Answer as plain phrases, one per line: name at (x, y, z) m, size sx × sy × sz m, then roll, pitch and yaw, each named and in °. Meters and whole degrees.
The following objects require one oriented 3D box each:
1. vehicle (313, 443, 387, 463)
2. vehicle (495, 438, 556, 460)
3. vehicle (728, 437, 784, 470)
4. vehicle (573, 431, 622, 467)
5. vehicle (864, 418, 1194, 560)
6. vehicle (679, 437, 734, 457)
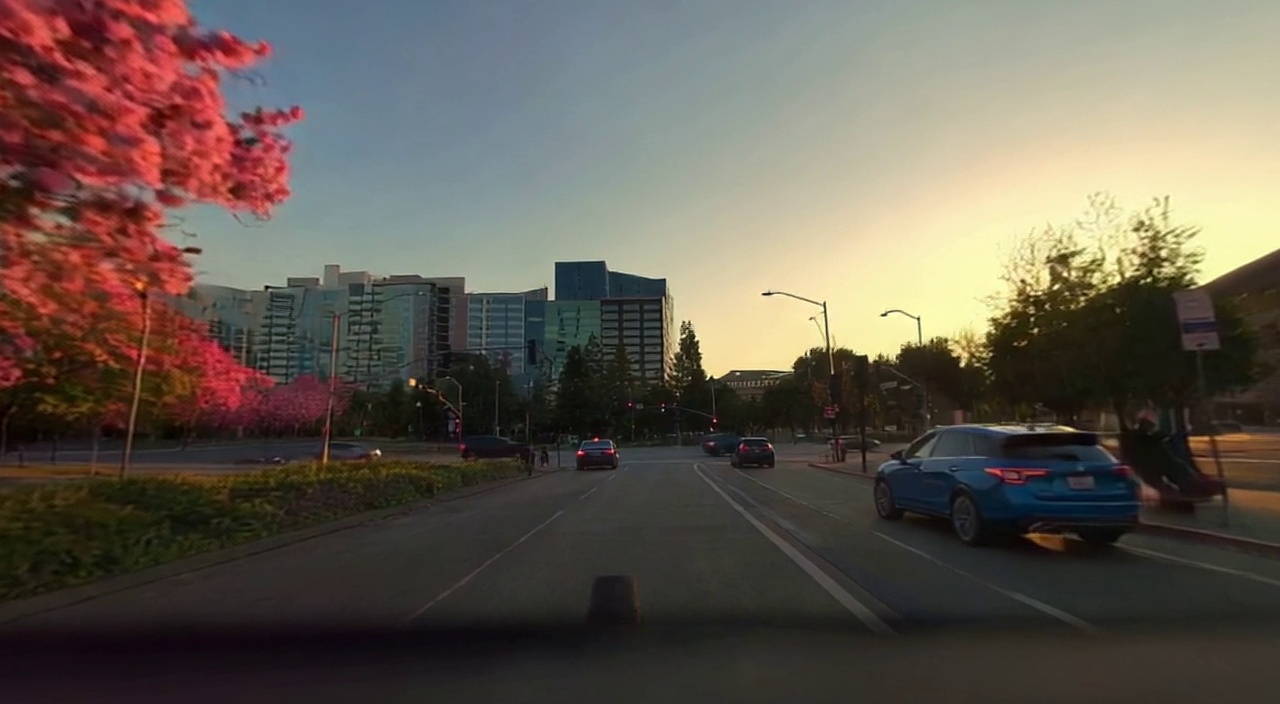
vehicle at (-22.615, 7.890, 49.383) m, size 4.829 × 1.470 × 1.874 m, roll -1°, pitch -8°, yaw 2°
vehicle at (-8.360, 7.118, 46.340) m, size 4.089 × 1.588 × 1.808 m, roll -1°, pitch -8°, yaw 2°
vehicle at (5.551, 4.934, 30.819) m, size 2.007 × 1.466 × 4.291 m, roll 0°, pitch -8°, yaw 1°
vehicle at (-2.132, 5.042, 32.814) m, size 1.995 × 1.703 × 4.367 m, roll -1°, pitch -8°, yaw 3°
vehicle at (4.981, 1.809, 9.038) m, size 2.019 × 1.518 × 4.285 m, roll 0°, pitch -8°, yaw 1°
vehicle at (5.122, 7.354, 48.880) m, size 4.097 × 1.436 × 1.739 m, roll -1°, pitch -8°, yaw 2°
